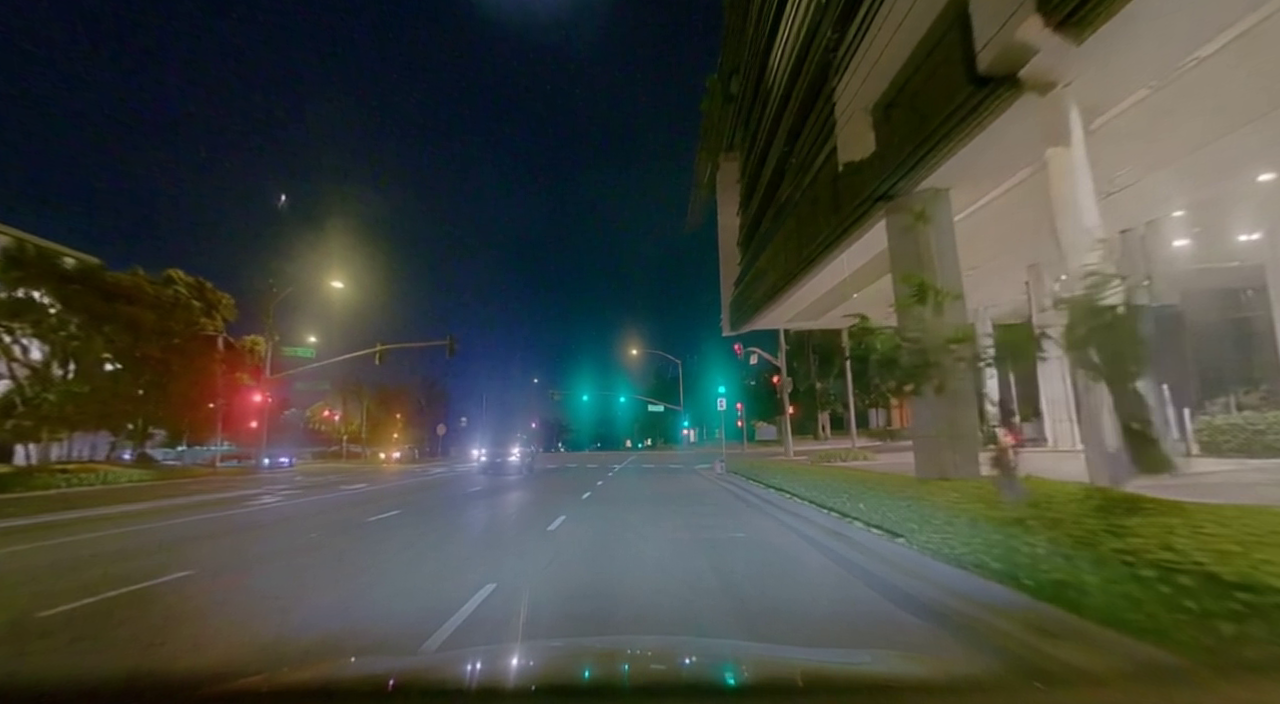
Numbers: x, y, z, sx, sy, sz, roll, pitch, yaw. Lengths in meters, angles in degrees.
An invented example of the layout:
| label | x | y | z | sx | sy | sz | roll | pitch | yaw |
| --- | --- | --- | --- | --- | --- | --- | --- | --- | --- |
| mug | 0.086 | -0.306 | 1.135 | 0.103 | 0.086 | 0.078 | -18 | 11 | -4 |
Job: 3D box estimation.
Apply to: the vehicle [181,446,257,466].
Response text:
| label | x | y | z | sx | sy | sz | roll | pitch | yaw |
| --- | --- | --- | --- | --- | --- | --- | --- | --- | --- |
| vehicle | -32.530 | 8.050 | 48.565 | 4.421 | 1.482 | 1.927 | 0 | -8 | 0 |

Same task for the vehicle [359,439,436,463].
| label | x | y | z | sx | sy | sz | roll | pitch | yaw |
| --- | --- | --- | --- | --- | --- | --- | --- | --- | --- |
| vehicle | -18.615 | 7.619 | 48.338 | 4.983 | 1.823 | 2.078 | 0 | -8 | 1 |

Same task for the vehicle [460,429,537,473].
| label | x | y | z | sx | sy | sz | roll | pitch | yaw |
| --- | --- | --- | --- | --- | --- | --- | --- | --- | --- |
| vehicle | -6.022 | 4.303 | 27.405 | 2.121 | 1.731 | 4.707 | 0 | -8 | 2 |

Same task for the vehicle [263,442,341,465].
| label | x | y | z | sx | sy | sz | roll | pitch | yaw |
| --- | --- | --- | --- | --- | --- | --- | --- | --- | --- |
| vehicle | -25.847 | 7.761 | 48.146 | 4.664 | 1.735 | 2.178 | 0 | -8 | 1 |
